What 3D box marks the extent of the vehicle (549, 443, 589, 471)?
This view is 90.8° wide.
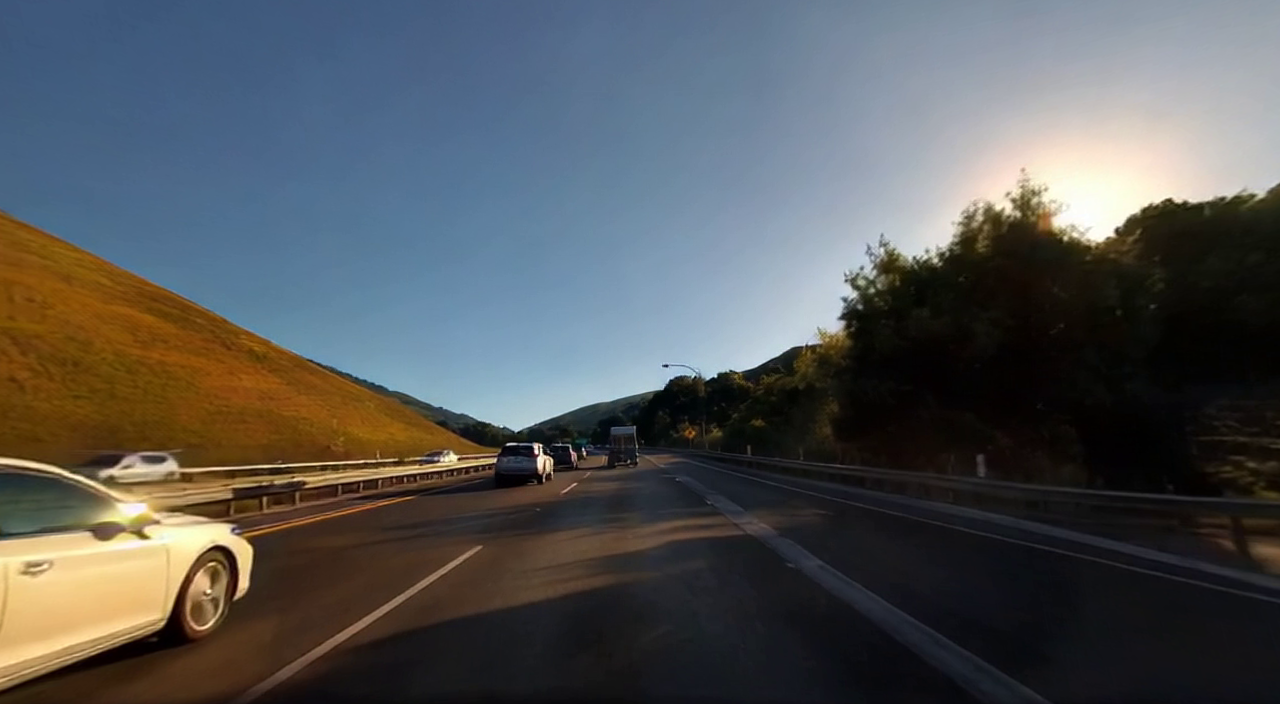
[{"bbox_3d":[-4.397,6.560,39.538,2.044,1.624,4.032,0,-9,0],"label":"vehicle"}]

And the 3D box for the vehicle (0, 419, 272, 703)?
[{"bbox_3d":[-3.861,1.000,2.616,1.988,1.440,4.504,0,-9,-1],"label":"vehicle"}]

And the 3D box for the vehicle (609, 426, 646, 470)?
[{"bbox_3d":[-0.797,6.281,41.121,2.227,2.611,5.900,0,-9,-1],"label":"vehicle"}]

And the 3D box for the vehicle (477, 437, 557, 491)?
[{"bbox_3d":[-4.234,3.926,22.426,2.073,1.694,4.162,0,-9,-1],"label":"vehicle"}]
